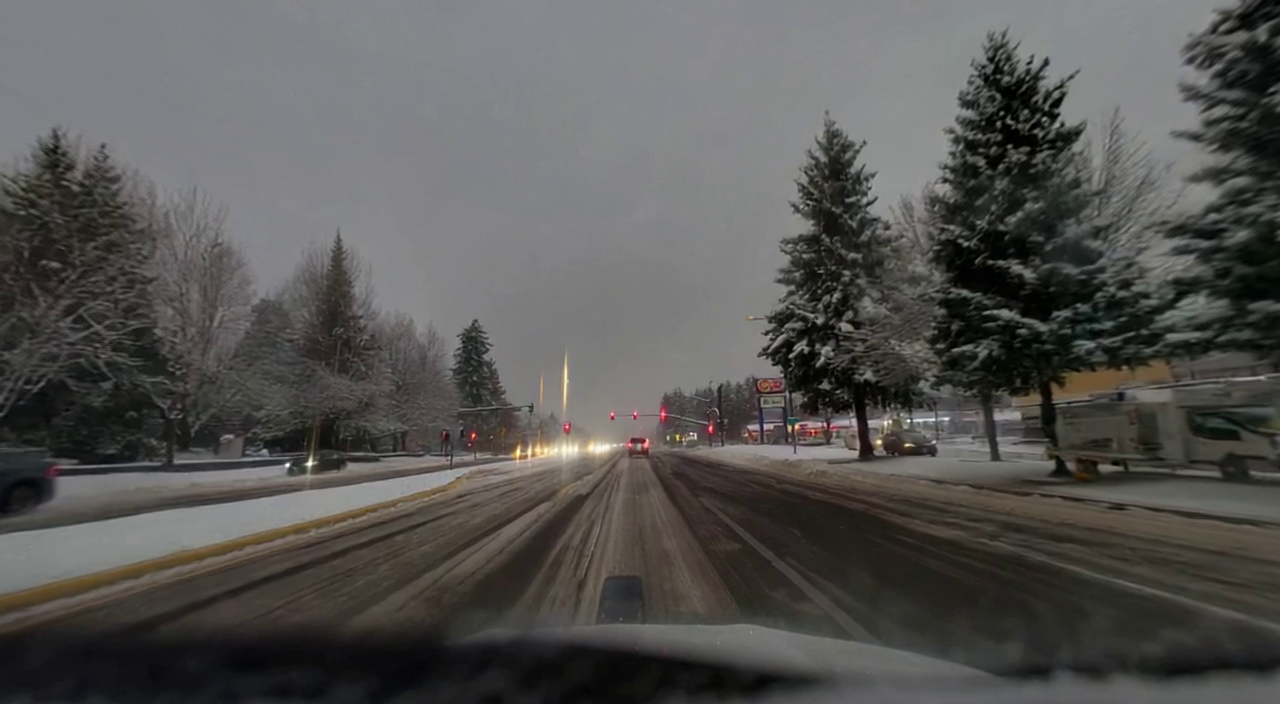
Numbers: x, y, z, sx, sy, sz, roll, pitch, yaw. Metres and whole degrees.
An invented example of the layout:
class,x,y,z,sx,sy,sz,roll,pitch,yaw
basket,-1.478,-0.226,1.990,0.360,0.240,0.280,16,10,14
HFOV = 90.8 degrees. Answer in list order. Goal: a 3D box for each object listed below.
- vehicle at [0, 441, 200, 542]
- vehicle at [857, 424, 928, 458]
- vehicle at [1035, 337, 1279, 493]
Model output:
class,x,y,z,sx,sy,sz,roll,pitch,yaw
vehicle,-10.454,2.356,11.339,1.955,1.474,4.429,0,-8,-1
vehicle,14.312,5.109,36.226,2.249,1.793,5.763,-1,-8,6
vehicle,15.467,1.876,17.162,3.129,3.430,8.253,0,-9,-8
